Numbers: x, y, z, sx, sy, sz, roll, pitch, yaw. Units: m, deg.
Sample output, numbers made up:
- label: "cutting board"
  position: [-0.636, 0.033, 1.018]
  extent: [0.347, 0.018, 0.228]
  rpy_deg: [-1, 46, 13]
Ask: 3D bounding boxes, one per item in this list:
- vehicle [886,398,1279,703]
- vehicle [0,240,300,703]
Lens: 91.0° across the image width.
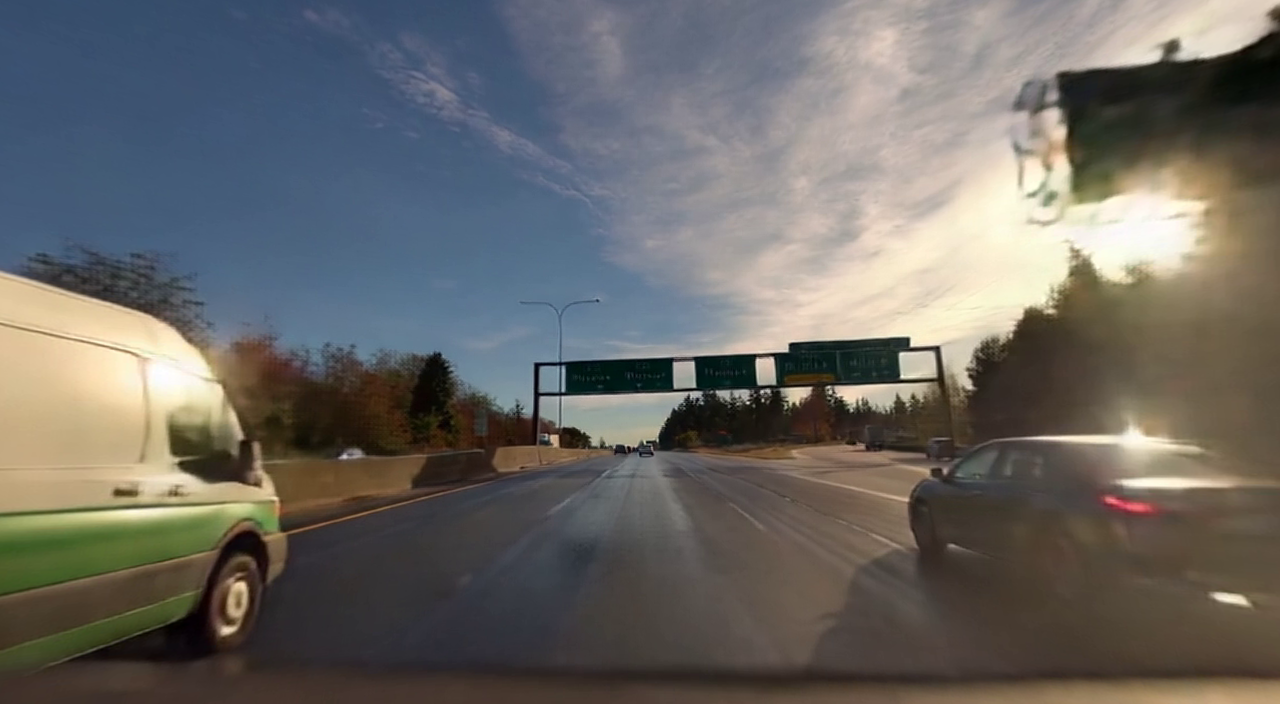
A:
- label: "vehicle"
  position: [3.761, 1.319, 5.152]
  extent: [1.909, 1.599, 3.943]
  rpy_deg: [0, -8, 1]
- label: "vehicle"
  position: [-3.492, 0.552, 1.880]
  extent: [2.281, 2.025, 4.586]
  rpy_deg: [0, -8, 1]
